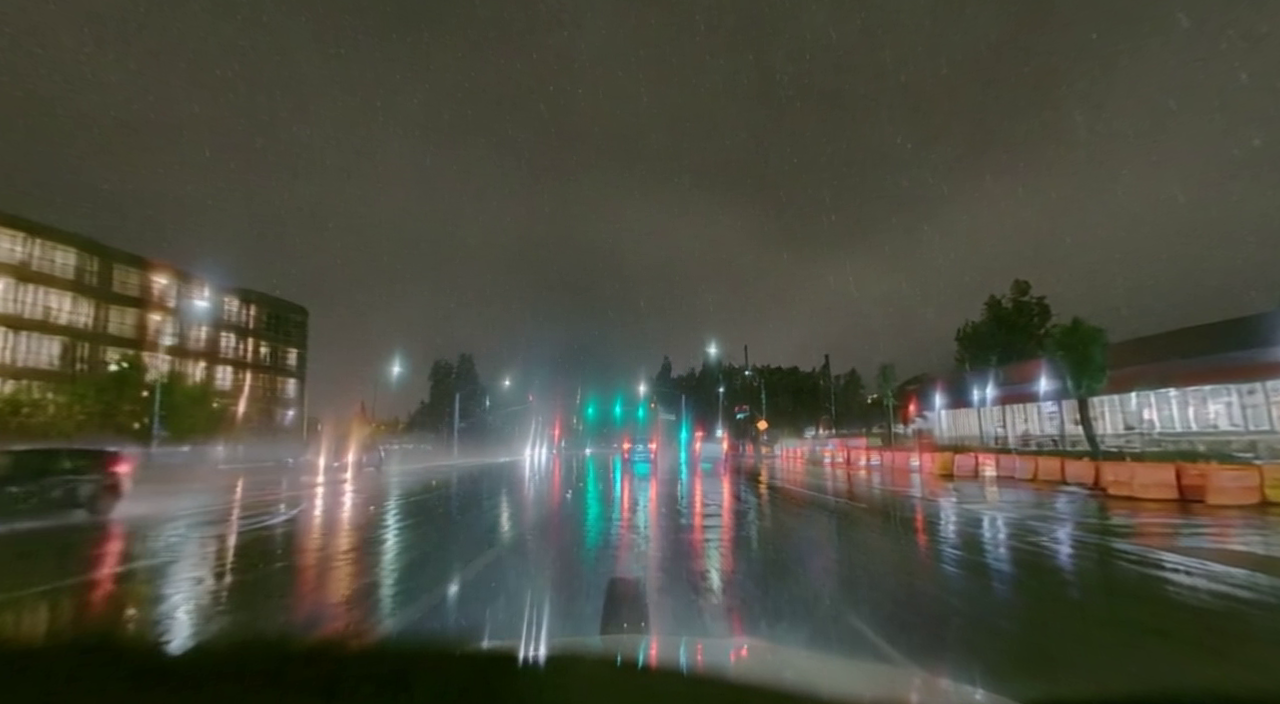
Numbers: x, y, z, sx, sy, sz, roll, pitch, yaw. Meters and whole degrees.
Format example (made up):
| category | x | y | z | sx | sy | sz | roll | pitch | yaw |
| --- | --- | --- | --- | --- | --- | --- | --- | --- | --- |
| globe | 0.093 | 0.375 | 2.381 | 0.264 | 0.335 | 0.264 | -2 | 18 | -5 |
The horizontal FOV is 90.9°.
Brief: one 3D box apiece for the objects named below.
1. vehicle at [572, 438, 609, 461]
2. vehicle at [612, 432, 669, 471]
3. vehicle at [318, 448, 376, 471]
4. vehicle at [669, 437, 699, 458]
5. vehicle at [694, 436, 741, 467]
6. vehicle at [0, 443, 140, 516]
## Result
| category | x | y | z | sx | sy | sz | roll | pitch | yaw |
| --- | --- | --- | --- | --- | --- | --- | --- | --- | --- |
| vehicle | -3.313 | 6.636 | 43.016 | 2.189 | 1.441 | 4.350 | 0 | -8 | 0 |
| vehicle | 0.106 | 4.619 | 29.381 | 2.000 | 1.671 | 4.276 | -2 | -8 | 8 |
| vehicle | -20.735 | 7.594 | 44.853 | 1.863 | 1.466 | 4.725 | 0 | -8 | 0 |
| vehicle | 3.382 | 7.399 | 48.930 | 1.917 | 1.493 | 4.003 | 0 | -8 | -2 |
| vehicle | 3.907 | 5.095 | 32.353 | 1.974 | 1.490 | 4.231 | -1 | -8 | 2 |
| vehicle | -14.476 | 2.919 | 14.819 | 1.868 | 1.528 | 4.317 | 0 | -8 | 0 |
